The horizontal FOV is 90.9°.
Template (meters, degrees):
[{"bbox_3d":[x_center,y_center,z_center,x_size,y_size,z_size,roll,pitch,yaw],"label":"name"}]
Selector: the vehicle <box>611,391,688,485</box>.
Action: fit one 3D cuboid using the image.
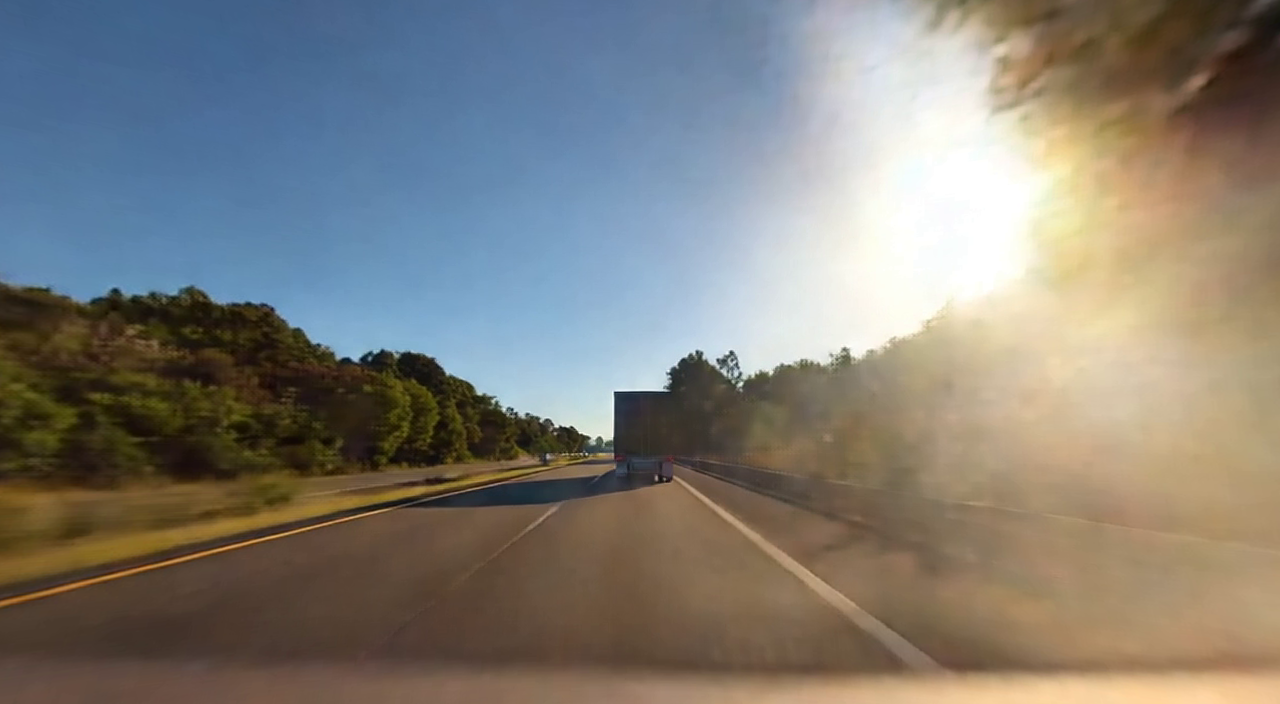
[{"bbox_3d":[0.236,3.903,28.155,2.913,3.530,8.648,0,-9,-2],"label":"vehicle"}]
